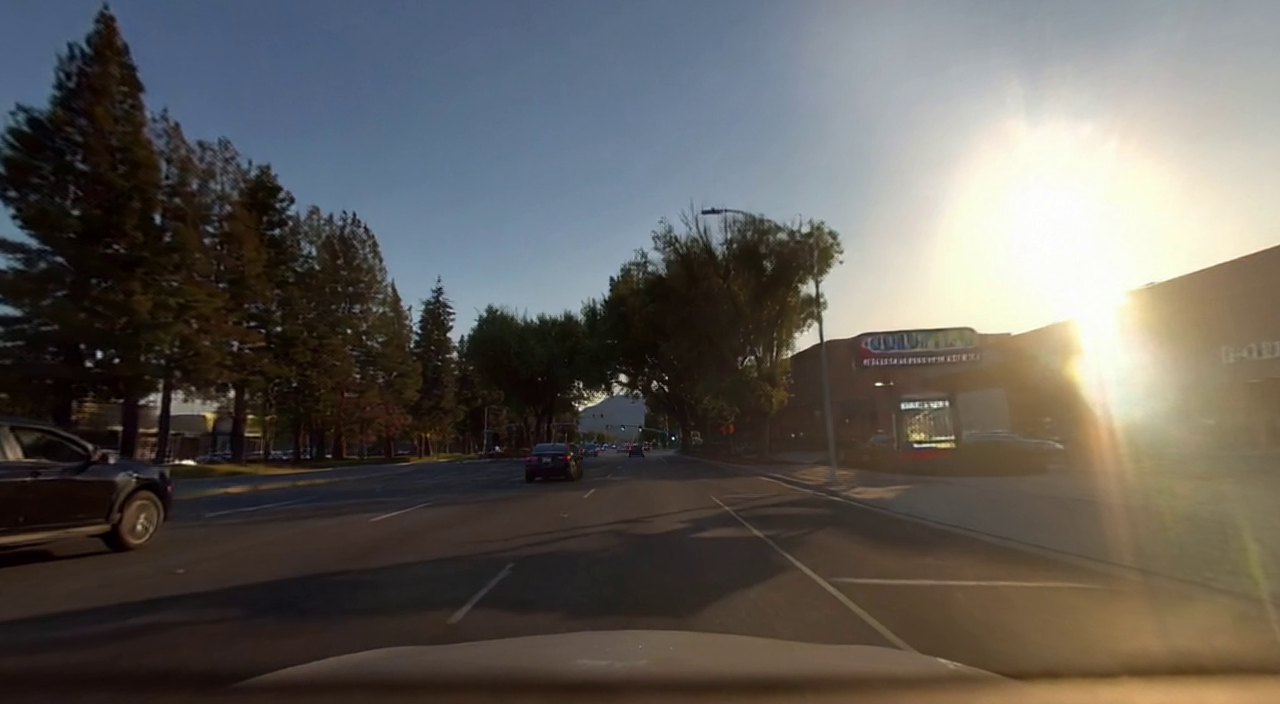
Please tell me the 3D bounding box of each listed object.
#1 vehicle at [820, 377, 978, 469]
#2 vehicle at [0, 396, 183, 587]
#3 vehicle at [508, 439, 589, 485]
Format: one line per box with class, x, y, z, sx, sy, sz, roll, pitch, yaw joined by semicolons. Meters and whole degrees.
vehicle;12.100;3.692;31.127;2.995;3.704;10.928;0;-9;-1
vehicle;-6.865;1.266;5.700;2.043;1.726;4.472;0;-9;0
vehicle;-3.193;3.955;22.981;2.152;1.479;4.394;0;-9;1
